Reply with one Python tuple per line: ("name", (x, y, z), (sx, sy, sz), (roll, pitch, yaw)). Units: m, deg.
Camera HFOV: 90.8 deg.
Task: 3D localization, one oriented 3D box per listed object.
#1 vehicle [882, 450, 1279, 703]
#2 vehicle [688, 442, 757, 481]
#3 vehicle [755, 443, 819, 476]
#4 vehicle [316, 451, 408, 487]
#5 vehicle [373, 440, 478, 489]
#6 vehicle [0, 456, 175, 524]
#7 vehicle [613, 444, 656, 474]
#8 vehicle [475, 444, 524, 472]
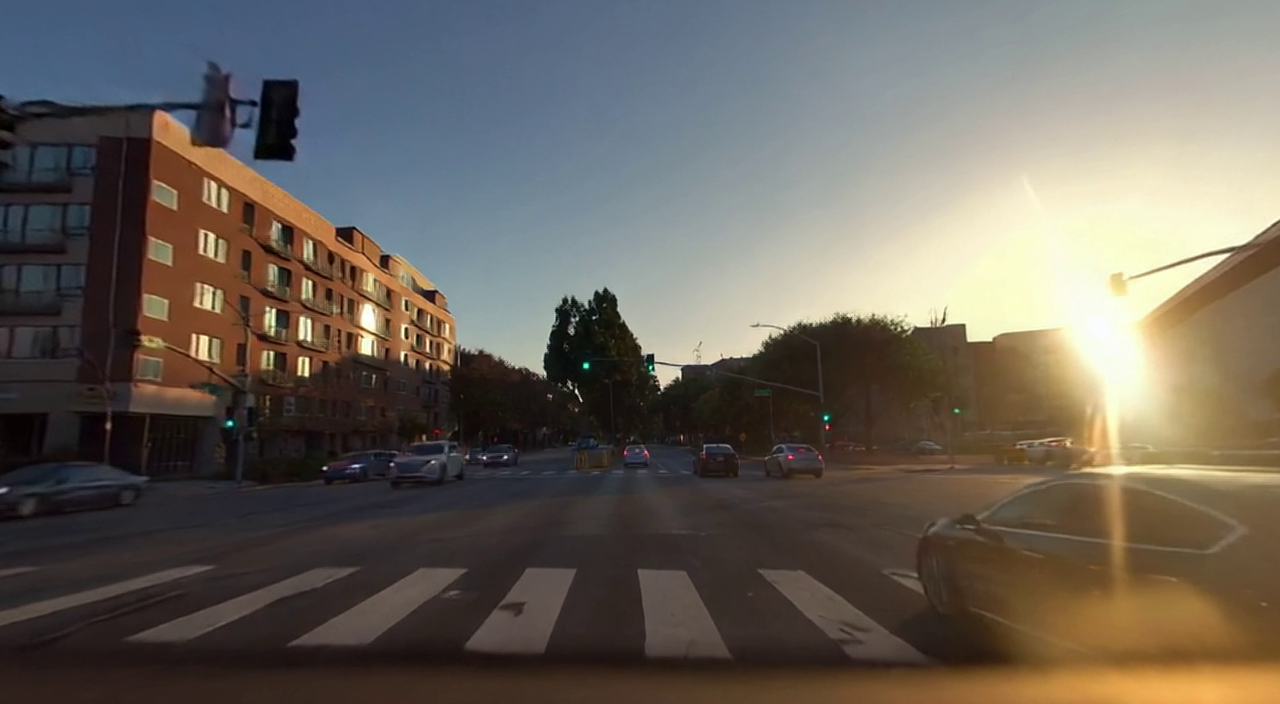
("vehicle", (3.246, 1.219, 3.447), (2.080, 1.321, 4.382), (0, -8, -1))
("vehicle", (3.445, 4.665, 27.285), (2.226, 1.490, 4.593), (0, -8, -2))
("vehicle", (6.924, 5.112, 30.290), (1.861, 1.473, 4.393), (0, -8, -2))
("vehicle", (-12.482, 5.253, 28.704), (2.181, 1.440, 4.253), (0, -8, 1))
("vehicle", (-8.590, 4.551, 25.923), (2.590, 1.769, 4.827), (0, -8, 1))
("vehicle", (-15.403, 3.590, 16.996), (2.144, 1.463, 4.701), (0, -8, 1))
("vehicle", (-0.315, 5.649, 33.704), (2.143, 1.480, 4.006), (0, -8, -1))
("vehicle", (-9.101, 6.910, 41.382), (2.160, 1.689, 4.451), (0, -8, 0))
